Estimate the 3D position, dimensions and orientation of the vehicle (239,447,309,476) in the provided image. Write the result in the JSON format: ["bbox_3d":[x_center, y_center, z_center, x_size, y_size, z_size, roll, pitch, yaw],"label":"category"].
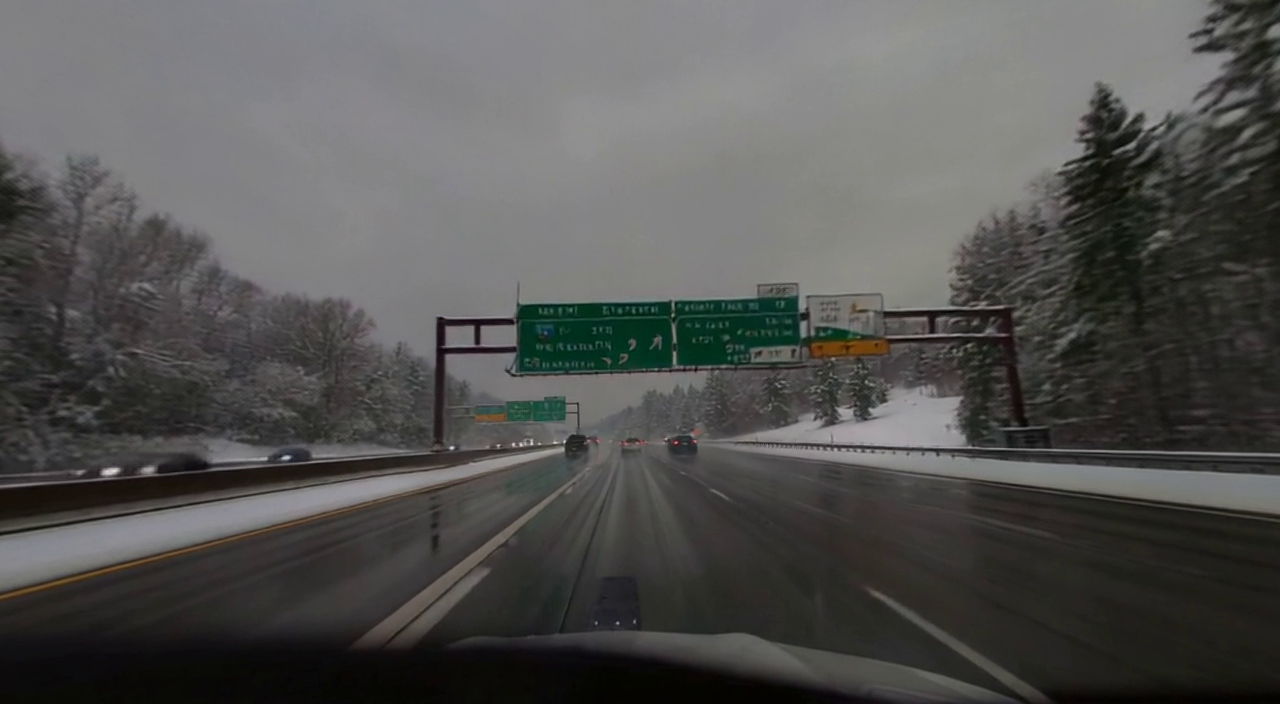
[{"bbox_3d":[-22.014,6.573,37.998,1.814,1.516,4.103,0,-8,0],"label":"vehicle"}]

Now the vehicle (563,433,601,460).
[{"bbox_3d":[-3.558,5.878,39.299,2.119,1.629,3.946,0,-8,-2],"label":"vehicle"}]

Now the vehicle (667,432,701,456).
[{"bbox_3d":[3.142,6.682,45.739,2.066,1.673,4.225,0,-8,-2],"label":"vehicle"}]

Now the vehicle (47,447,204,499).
[{"bbox_3d":[-17.288,4.039,21.448,1.854,1.500,4.150,0,-8,-1],"label":"vehicle"}]
